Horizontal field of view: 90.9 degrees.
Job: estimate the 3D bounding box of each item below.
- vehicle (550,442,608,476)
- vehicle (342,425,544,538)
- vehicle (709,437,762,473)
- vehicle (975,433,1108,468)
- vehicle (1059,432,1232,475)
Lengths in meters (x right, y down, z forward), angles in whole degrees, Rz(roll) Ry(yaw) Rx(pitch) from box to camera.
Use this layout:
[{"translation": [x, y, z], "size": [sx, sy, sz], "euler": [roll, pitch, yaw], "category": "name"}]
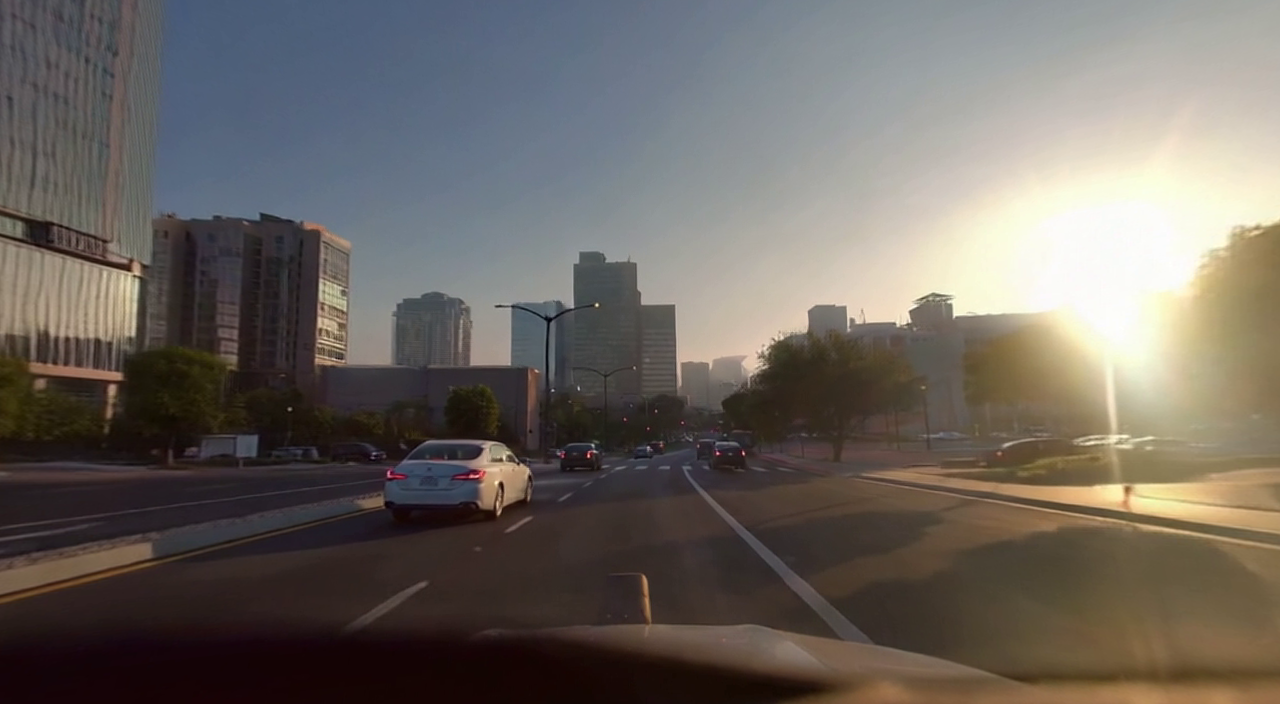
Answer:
[{"translation": [-2.722, 4.897, 29.105], "size": [1.980, 1.454, 4.226], "euler": [-1, -8, 3], "category": "vehicle"}, {"translation": [-3.134, 2.166, 11.202], "size": [2.118, 1.568, 4.436], "euler": [0, -8, 1], "category": "vehicle"}, {"translation": [4.758, 5.191, 32.049], "size": [2.103, 1.699, 4.171], "euler": [0, -8, 1], "category": "vehicle"}, {"translation": [18.357, 4.523, 28.986], "size": [4.583, 1.491, 2.192], "euler": [0, -8, -1], "category": "vehicle"}, {"translation": [18.519, 3.736, 23.279], "size": [4.502, 1.454, 2.129], "euler": [0, -8, 1], "category": "vehicle"}]
